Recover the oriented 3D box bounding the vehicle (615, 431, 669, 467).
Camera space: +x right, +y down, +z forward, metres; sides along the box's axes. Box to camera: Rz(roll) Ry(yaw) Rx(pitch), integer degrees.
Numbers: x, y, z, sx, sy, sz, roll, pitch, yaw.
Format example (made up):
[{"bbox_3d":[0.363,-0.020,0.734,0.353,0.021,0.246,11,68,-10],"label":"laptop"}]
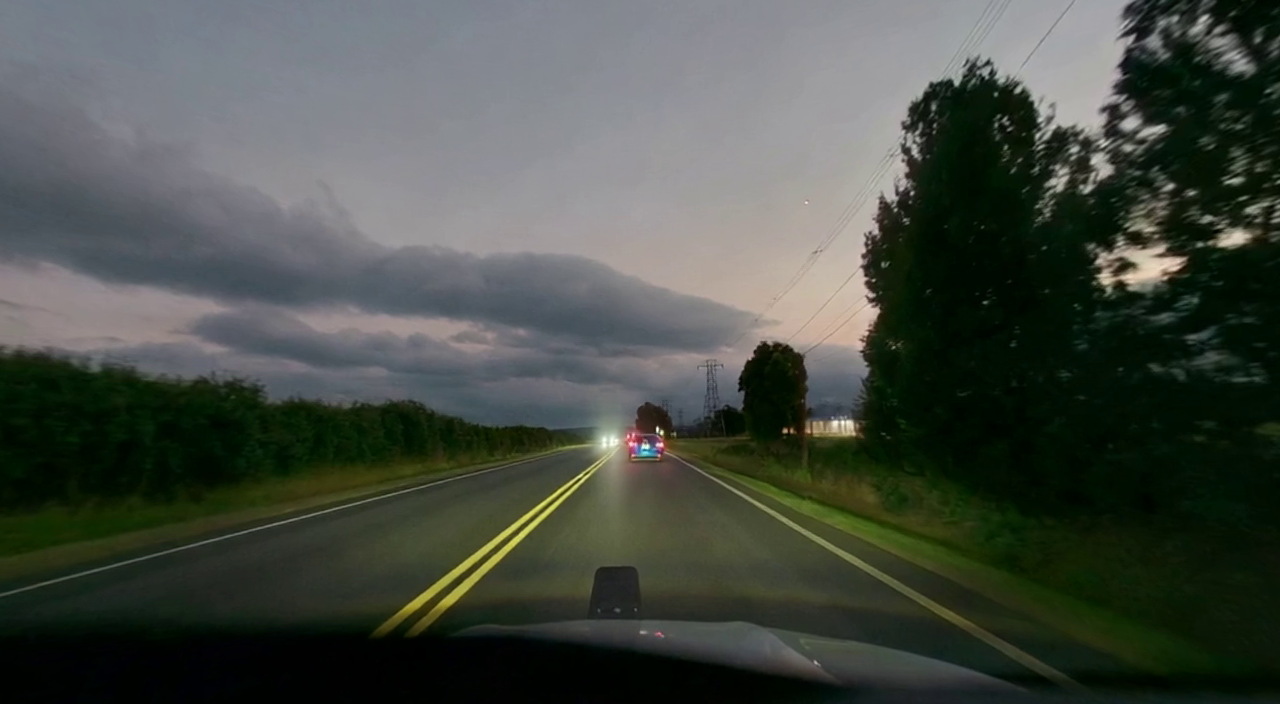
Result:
[{"bbox_3d":[0.042,4.311,28.198,2.241,1.471,3.829,0,-8,-1],"label":"vehicle"}]
